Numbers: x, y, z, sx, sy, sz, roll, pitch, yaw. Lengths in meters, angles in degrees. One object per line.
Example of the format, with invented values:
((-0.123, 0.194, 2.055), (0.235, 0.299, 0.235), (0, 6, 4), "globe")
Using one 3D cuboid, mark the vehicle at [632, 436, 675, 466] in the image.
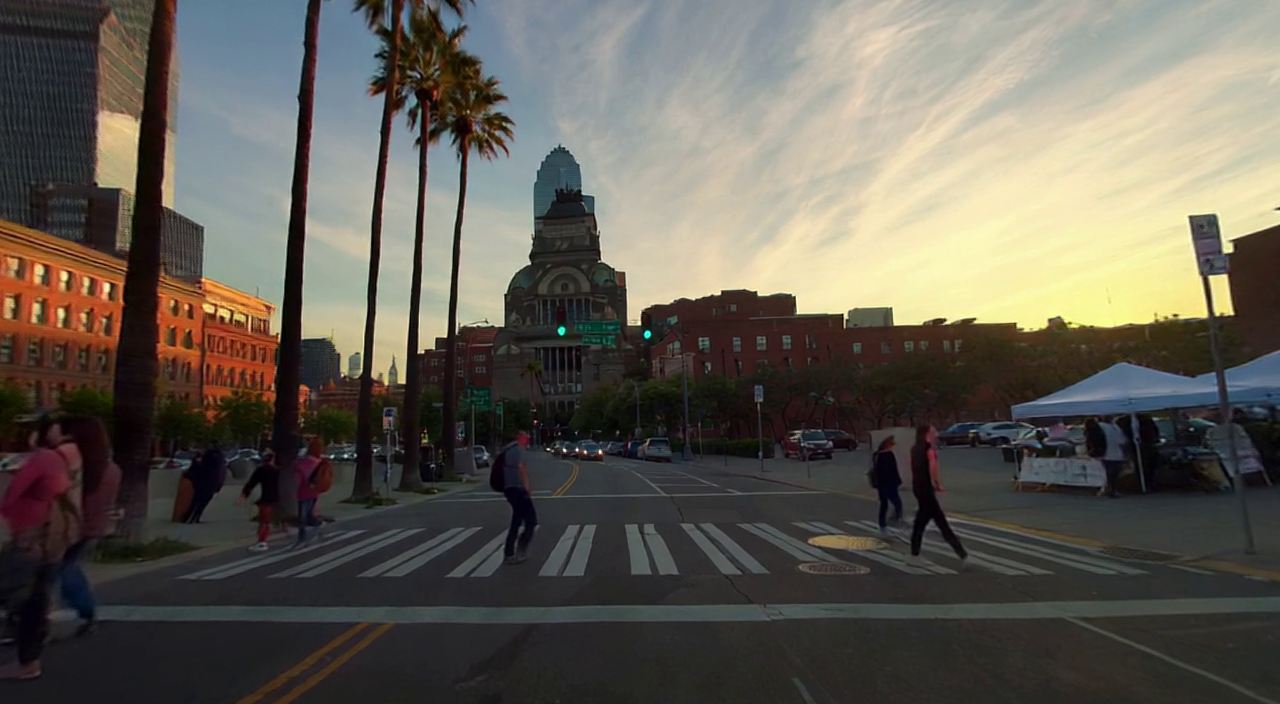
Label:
((0.904, 7.288, 46.662), (2.322, 2.071, 5.366), (1, -9, -9), "vehicle")
